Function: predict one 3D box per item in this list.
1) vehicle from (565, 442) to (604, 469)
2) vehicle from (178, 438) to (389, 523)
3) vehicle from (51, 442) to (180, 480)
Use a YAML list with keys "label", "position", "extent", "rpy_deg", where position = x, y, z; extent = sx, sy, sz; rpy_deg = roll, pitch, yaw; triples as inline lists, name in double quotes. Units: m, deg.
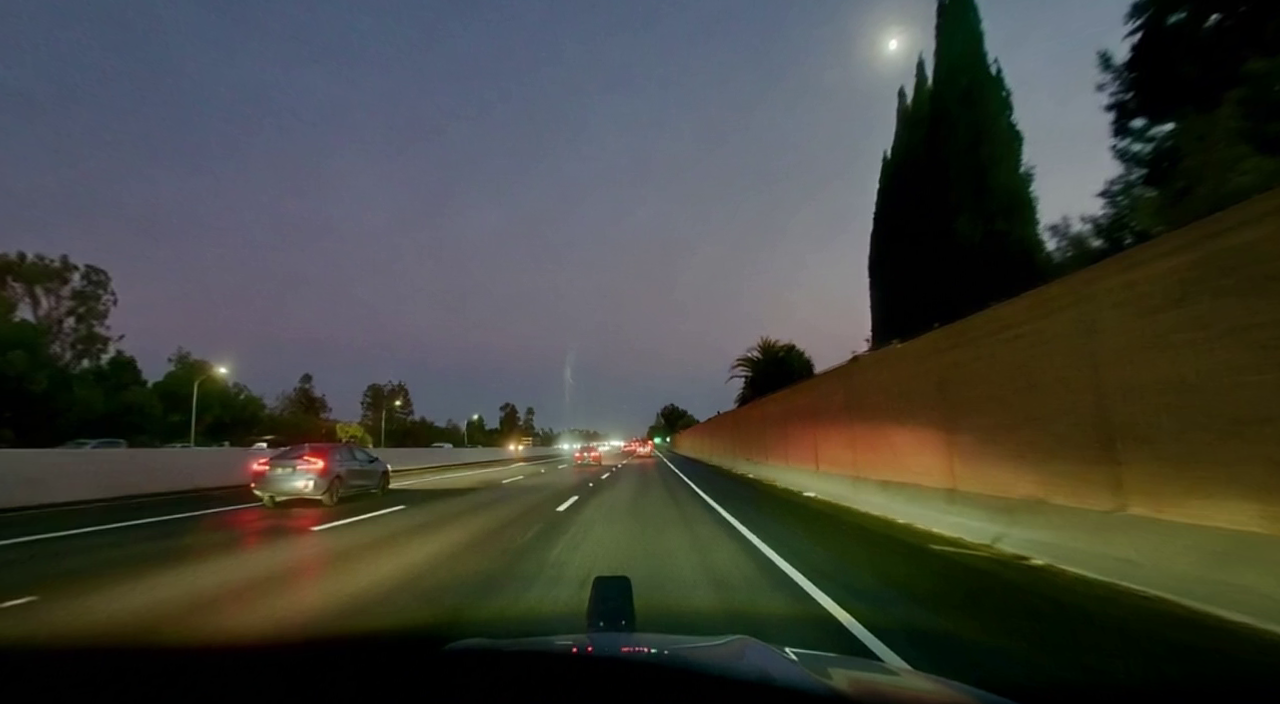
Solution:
- label: "vehicle"
  position: [-3.546, 6.718, 41.018]
  extent: [2.036, 1.636, 4.511]
  rpy_deg: [0, -8, 1]
- label: "vehicle"
  position: [-7.228, 2.608, 13.367]
  extent: [1.942, 1.502, 4.216]
  rpy_deg: [0, -8, 1]
- label: "vehicle"
  position: [-24.654, 5.106, 29.792]
  extent: [1.975, 1.615, 4.767]
  rpy_deg: [0, -8, 1]
